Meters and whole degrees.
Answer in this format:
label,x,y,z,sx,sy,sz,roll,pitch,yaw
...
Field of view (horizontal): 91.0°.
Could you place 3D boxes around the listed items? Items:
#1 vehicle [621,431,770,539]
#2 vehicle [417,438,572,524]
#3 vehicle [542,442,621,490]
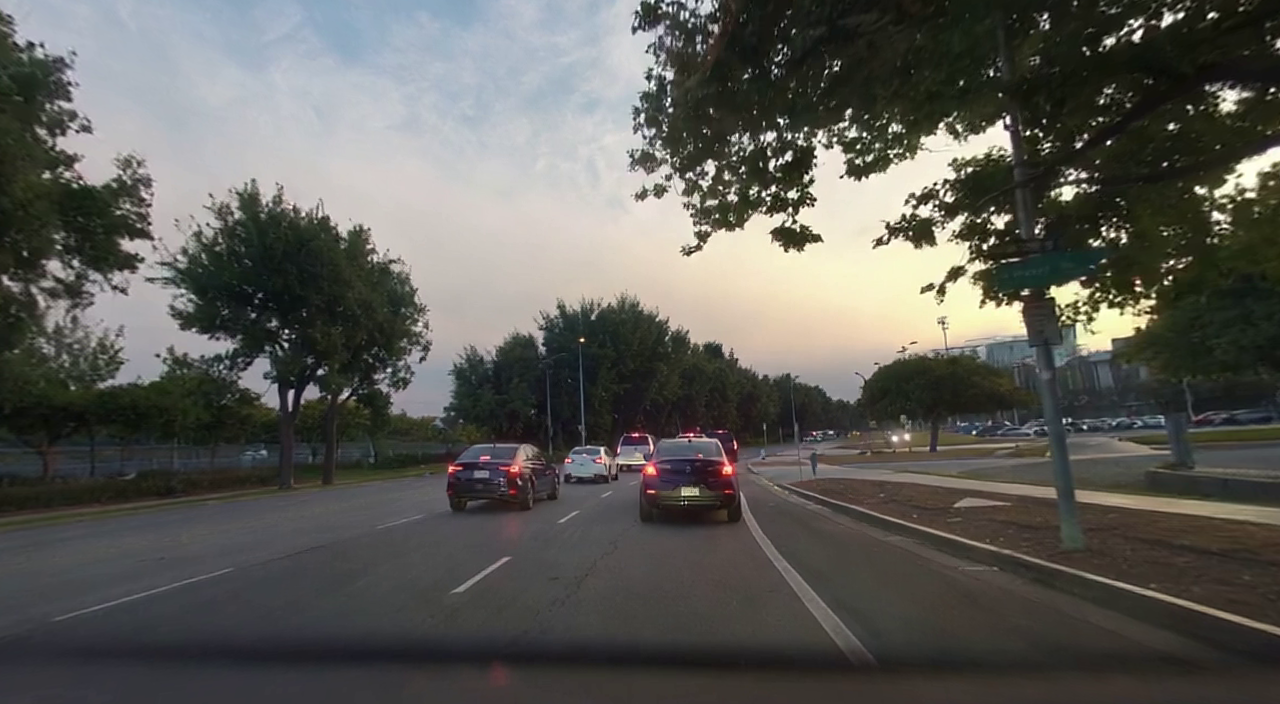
label,x,y,z,sx,sy,sz,roll,pitch,yaw
vehicle,0.888,2.240,11.203,2.142,1.528,4.133,-1,-9,3
vehicle,-2.828,2.609,13.335,1.940,1.502,4.241,-1,-9,5
vehicle,-1.928,3.919,22.062,1.870,1.490,4.187,-1,-9,7
